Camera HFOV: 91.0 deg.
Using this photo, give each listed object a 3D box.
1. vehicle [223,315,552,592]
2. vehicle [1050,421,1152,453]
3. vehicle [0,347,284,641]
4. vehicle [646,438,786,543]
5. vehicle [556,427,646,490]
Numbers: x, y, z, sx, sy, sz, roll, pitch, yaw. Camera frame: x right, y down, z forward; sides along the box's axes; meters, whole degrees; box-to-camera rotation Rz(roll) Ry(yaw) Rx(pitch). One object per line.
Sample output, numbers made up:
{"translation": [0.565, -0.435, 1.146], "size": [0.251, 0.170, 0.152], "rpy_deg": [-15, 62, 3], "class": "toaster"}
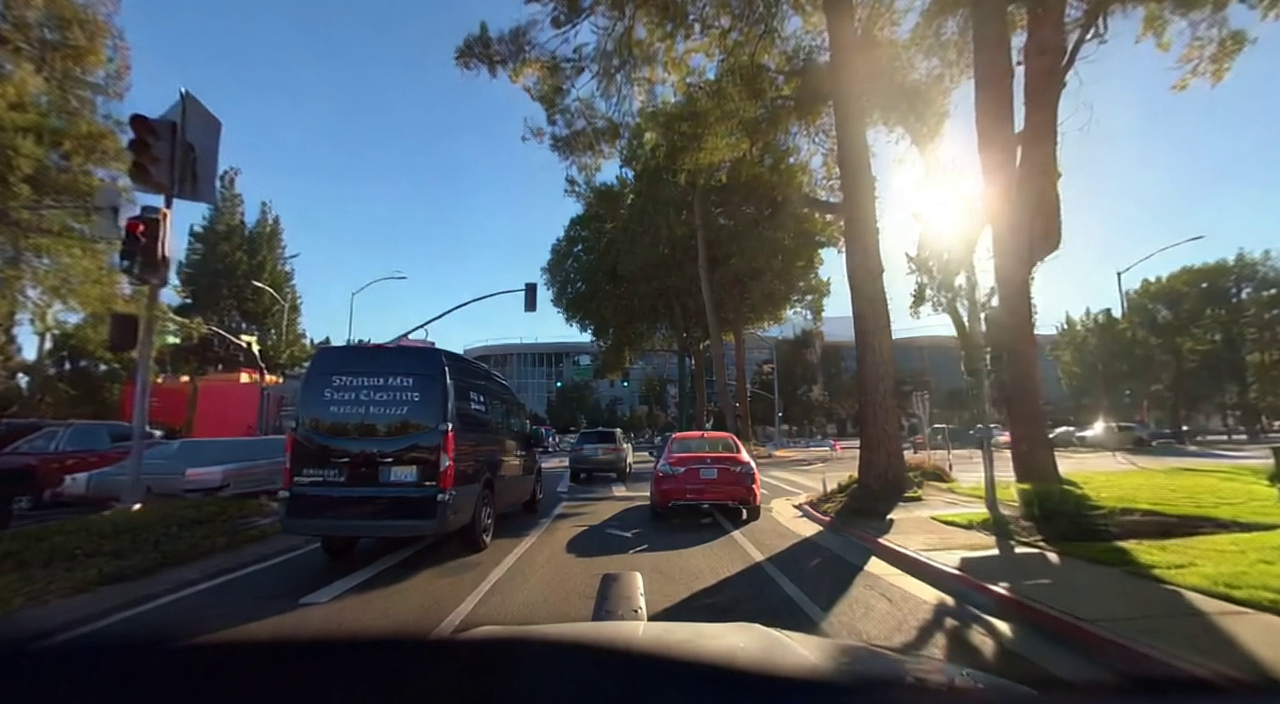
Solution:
{"translation": [-3.162, 1.497, 9.842], "size": [2.555, 3.035, 5.702], "rpy_deg": [0, -8, 2], "class": "vehicle"}
{"translation": [30.352, 5.612, 41.548], "size": [5.084, 2.041, 2.360], "rpy_deg": [1, -8, -9], "class": "vehicle"}
{"translation": [-6.346, 1.352, 6.491], "size": [2.352, 2.333, 5.197], "rpy_deg": [0, -8, -2], "class": "vehicle"}
{"translation": [1.545, 2.710, 13.075], "size": [2.398, 1.773, 4.254], "rpy_deg": [-1, -8, 7], "class": "vehicle"}
{"translation": [-1.182, 3.578, 21.488], "size": [2.130, 1.876, 4.445], "rpy_deg": [-1, -9, 9], "class": "vehicle"}
